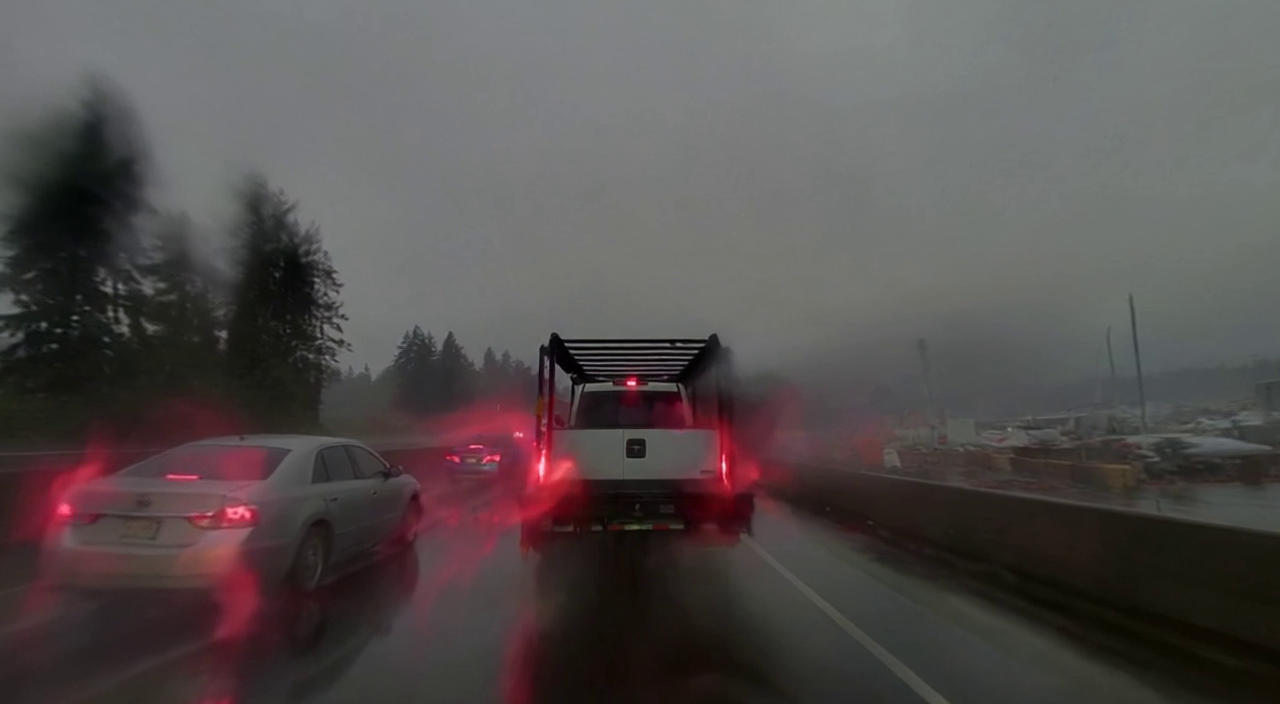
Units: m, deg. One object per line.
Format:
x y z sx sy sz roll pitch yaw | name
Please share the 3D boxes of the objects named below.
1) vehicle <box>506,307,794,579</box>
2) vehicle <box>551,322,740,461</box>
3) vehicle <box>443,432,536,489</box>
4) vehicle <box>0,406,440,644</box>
-0.186 1.626 11.312 2.735 2.597 10.435 1 -9 -3 | vehicle
-0.057 0.797 9.622 2.156 1.604 4.680 0 -9 -3 | vehicle
-4.816 3.547 20.950 2.057 1.665 4.572 0 -9 -1 | vehicle
-3.951 1.485 6.597 2.155 1.513 4.964 0 -9 -1 | vehicle
